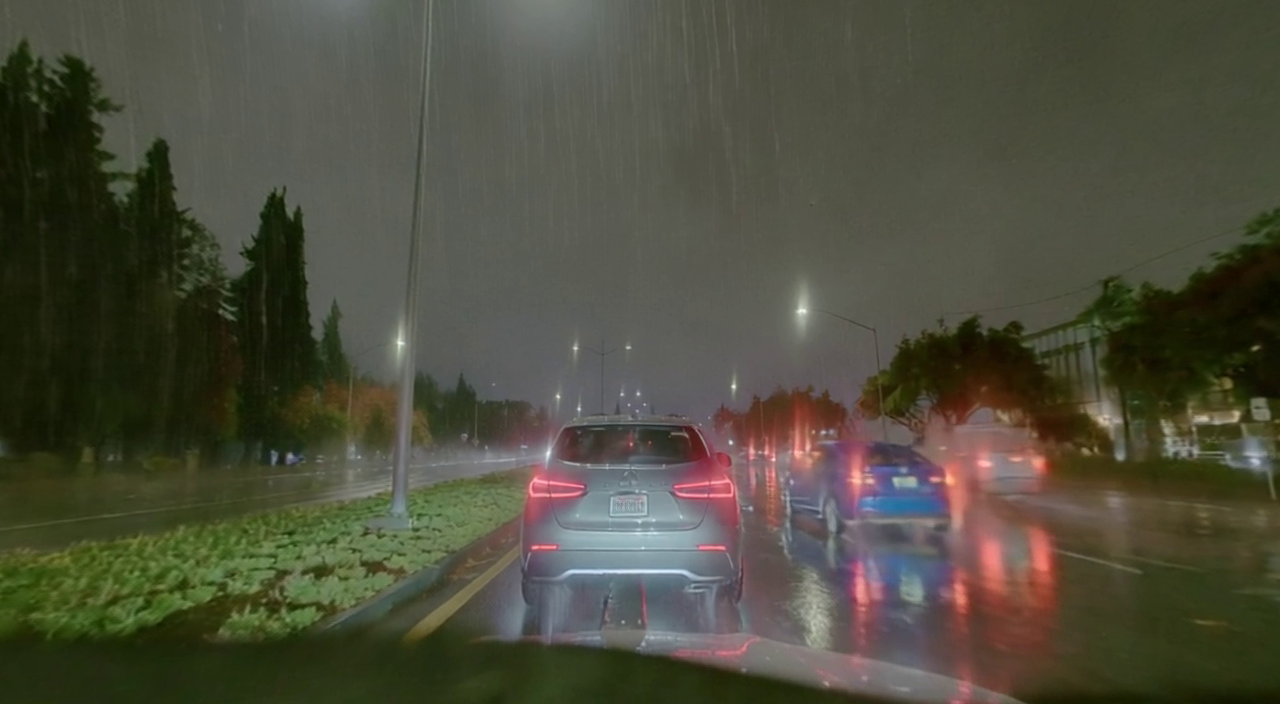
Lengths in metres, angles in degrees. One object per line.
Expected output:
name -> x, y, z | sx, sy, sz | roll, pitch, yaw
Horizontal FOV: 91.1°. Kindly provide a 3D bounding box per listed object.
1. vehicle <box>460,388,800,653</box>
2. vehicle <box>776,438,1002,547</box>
vehicle -> -0.082, 1.381, 6.139 | 2.172, 1.694, 4.055 | 0, -8, -1
vehicle -> 3.879, 2.246, 10.789 | 2.058, 1.468, 4.339 | 0, -9, 0
